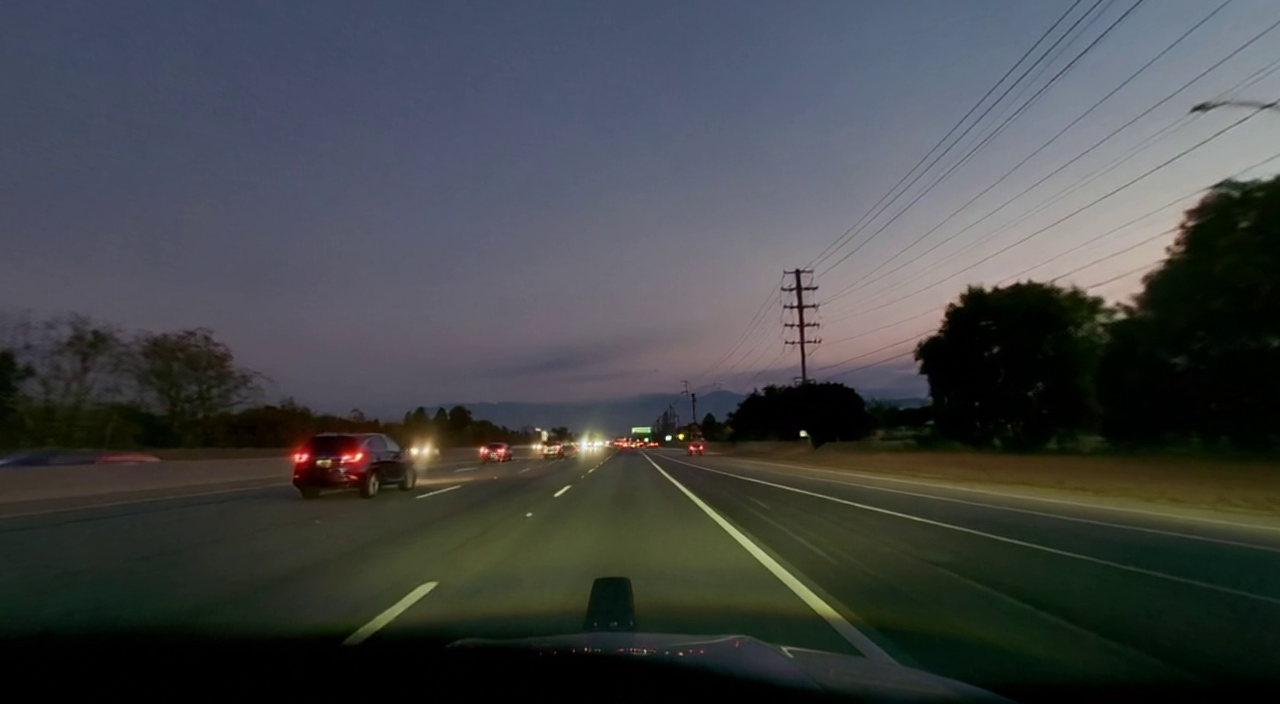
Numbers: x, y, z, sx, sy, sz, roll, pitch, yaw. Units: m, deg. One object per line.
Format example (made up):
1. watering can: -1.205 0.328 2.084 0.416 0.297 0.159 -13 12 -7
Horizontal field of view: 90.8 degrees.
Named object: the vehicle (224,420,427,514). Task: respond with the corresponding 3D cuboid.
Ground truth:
1. vehicle: -7.023 2.637 15.030 2.115 1.799 5.444 0 -9 -1
